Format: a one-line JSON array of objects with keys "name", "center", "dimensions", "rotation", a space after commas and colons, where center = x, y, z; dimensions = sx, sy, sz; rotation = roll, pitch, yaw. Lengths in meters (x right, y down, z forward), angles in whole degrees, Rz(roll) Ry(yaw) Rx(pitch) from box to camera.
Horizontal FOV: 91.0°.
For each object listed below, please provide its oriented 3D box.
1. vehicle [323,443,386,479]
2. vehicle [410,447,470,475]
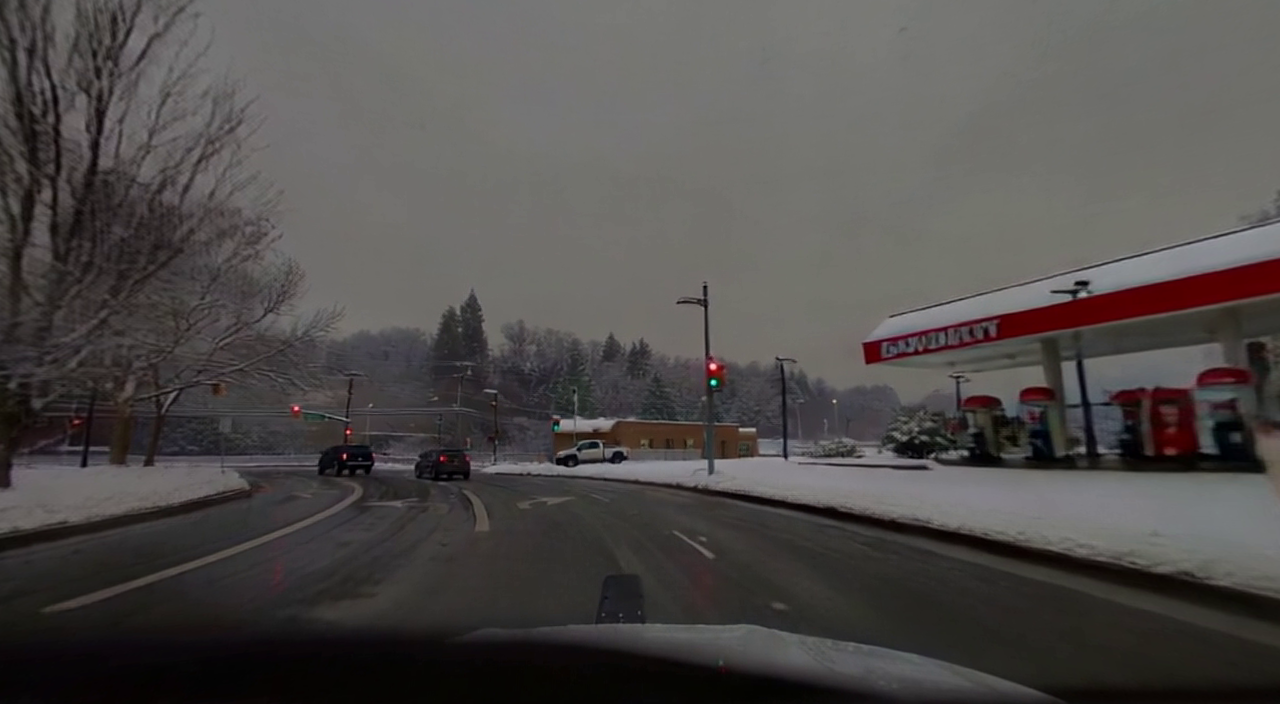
[{"name": "vehicle", "center": [-17.386, 6.554, 38.215], "dimensions": [2.254, 2.006, 4.766], "rotation": [8, -11, -38]}, {"name": "vehicle", "center": [-14.251, 7.731, 44.754], "dimensions": [2.202, 1.822, 4.826], "rotation": [8, -12, -40]}]
